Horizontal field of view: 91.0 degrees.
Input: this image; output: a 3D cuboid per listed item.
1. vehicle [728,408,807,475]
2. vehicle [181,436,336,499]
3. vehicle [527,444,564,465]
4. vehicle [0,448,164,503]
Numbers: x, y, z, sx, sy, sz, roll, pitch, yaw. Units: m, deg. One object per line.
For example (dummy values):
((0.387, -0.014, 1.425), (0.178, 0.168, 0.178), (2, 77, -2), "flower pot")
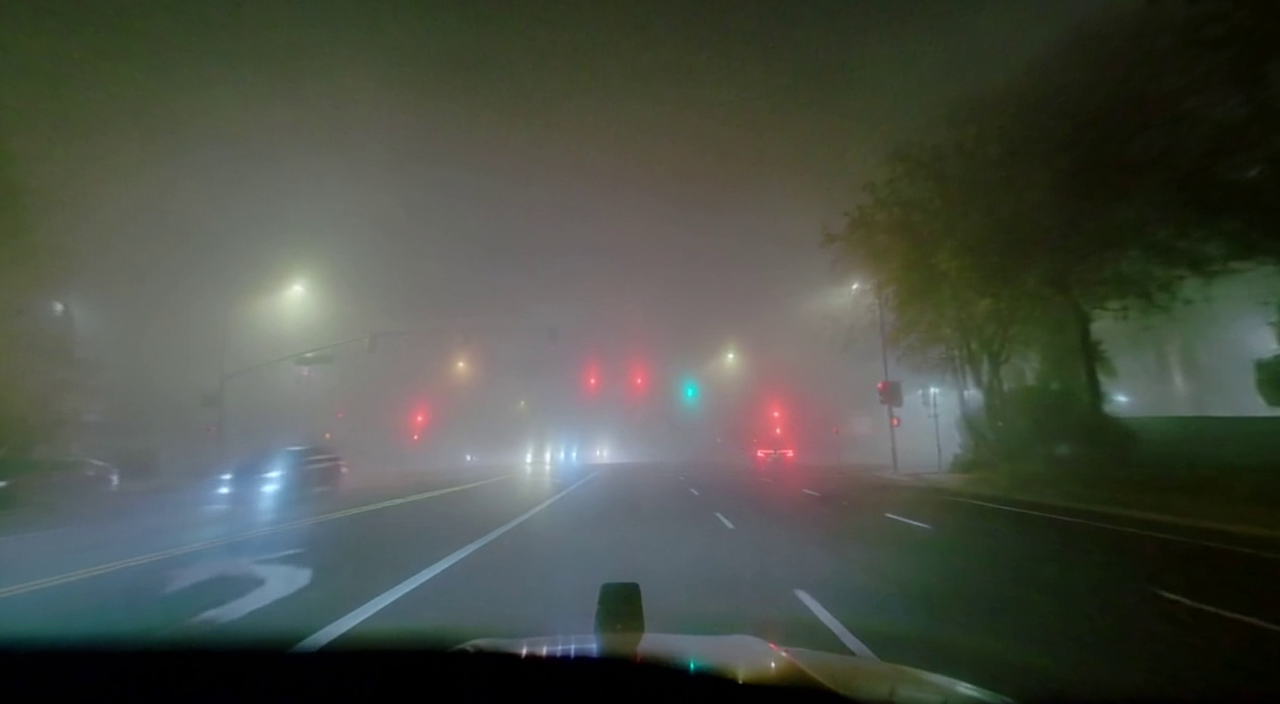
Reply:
((6.767, 4.915, 34.610), (2.802, 3.208, 7.459), (1, -8, 0), "vehicle")
((-11.649, 3.516, 19.667), (2.098, 1.704, 4.313), (1, -8, 0), "vehicle")
((-7.110, 7.750, 47.996), (1.986, 1.481, 4.602), (0, -8, 1), "vehicle")
((-18.282, 3.891, 20.406), (1.901, 1.513, 4.795), (1, -8, 1), "vehicle")
